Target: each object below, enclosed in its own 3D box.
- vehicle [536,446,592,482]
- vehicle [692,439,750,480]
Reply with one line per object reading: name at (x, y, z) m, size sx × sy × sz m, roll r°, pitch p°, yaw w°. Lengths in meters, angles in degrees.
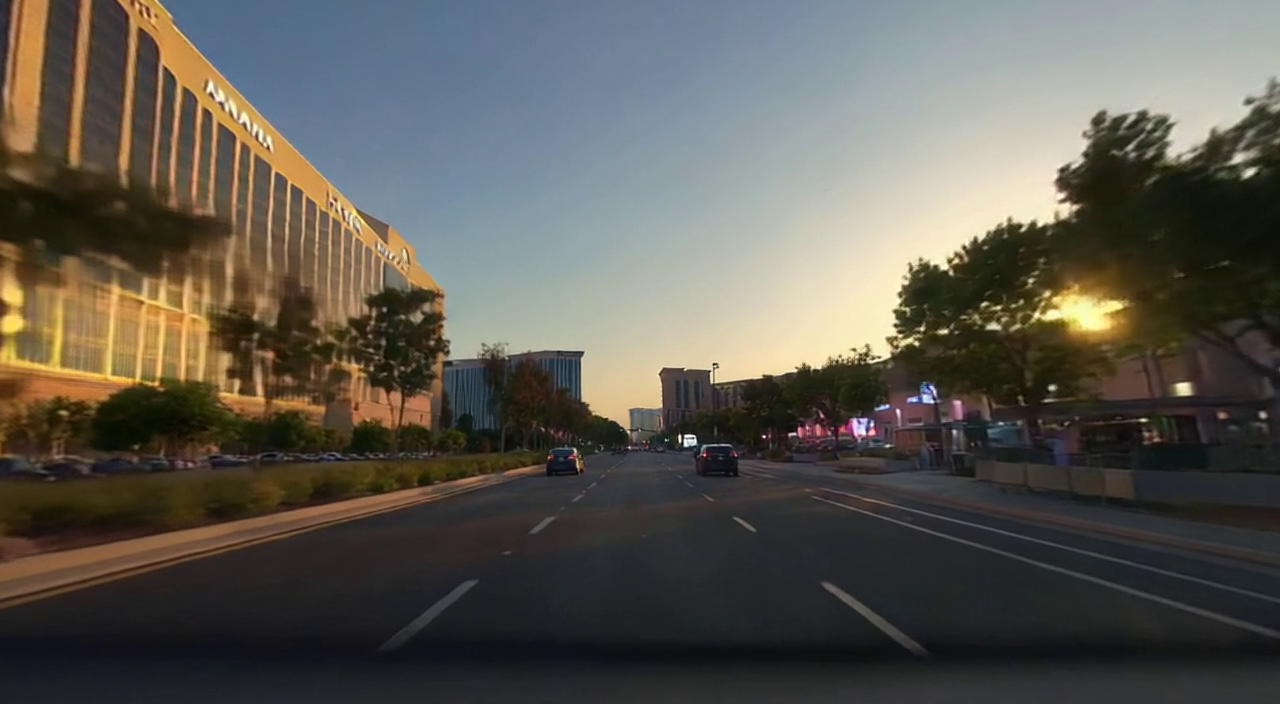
vehicle at (-3.315, 4.987, 28.253) m, size 2.005 × 1.477 × 4.169 m, roll 0°, pitch -9°, yaw 0°
vehicle at (3.744, 5.052, 29.795) m, size 2.083 × 1.743 × 4.354 m, roll 0°, pitch -9°, yaw -1°
